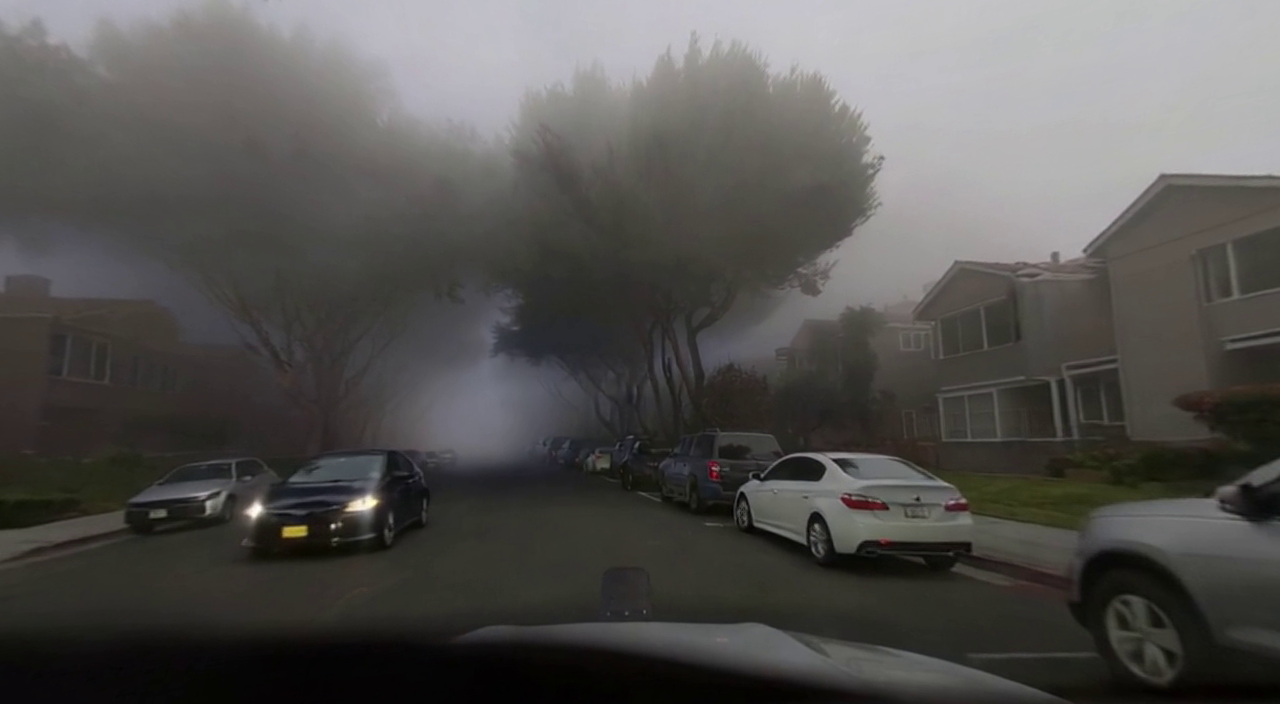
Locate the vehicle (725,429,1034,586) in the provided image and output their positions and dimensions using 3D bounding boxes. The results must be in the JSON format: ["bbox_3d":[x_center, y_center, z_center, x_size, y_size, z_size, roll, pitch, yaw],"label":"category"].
[{"bbox_3d":[2.786,1.876,8.682,1.876,1.538,4.447,1,-8,-10],"label":"vehicle"}]

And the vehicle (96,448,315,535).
[{"bbox_3d":[-9.052,2.867,13.752,2.119,1.476,4.588,1,-8,-10],"label":"vehicle"}]

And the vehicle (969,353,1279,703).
[{"bbox_3d":[3.720,0.836,2.439,1.937,1.722,4.575,1,-8,-8],"label":"vehicle"}]

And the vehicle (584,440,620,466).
[{"bbox_3d":[-2.876,7.465,46.746,2.114,1.787,4.783,1,-8,-10],"label":"vehicle"}]

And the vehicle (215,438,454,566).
[{"bbox_3d":[-4.309,2.099,9.854,1.971,1.476,4.593,1,-8,-8],"label":"vehicle"}]
